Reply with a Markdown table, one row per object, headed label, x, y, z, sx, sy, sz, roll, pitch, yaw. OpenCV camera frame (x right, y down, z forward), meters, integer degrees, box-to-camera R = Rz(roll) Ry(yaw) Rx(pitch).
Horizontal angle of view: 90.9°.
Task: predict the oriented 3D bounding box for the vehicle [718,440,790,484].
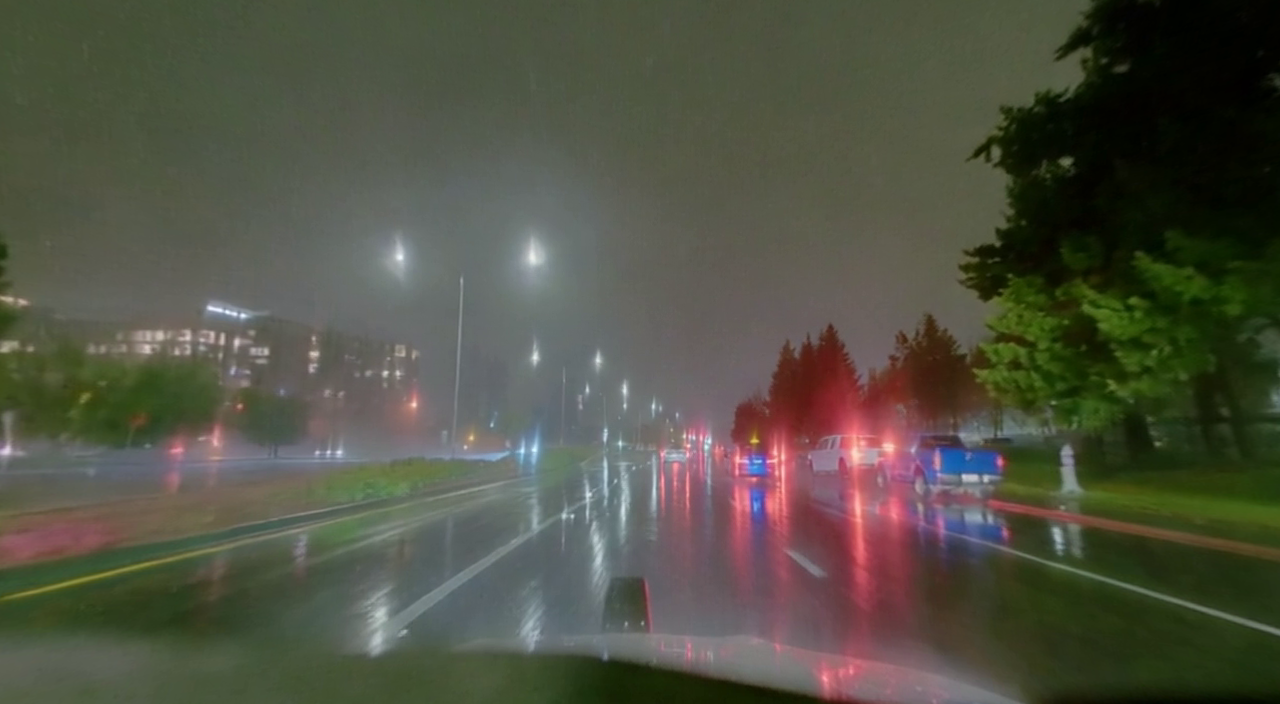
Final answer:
| label | x | y | z | sx | sy | sz | roll | pitch | yaw |
| --- | --- | --- | --- | --- | --- | --- | --- | --- | --- |
| vehicle | 4.223 | 4.144 | 24.110 | 1.981 | 1.499 | 4.536 | 0 | -8 | 1 |

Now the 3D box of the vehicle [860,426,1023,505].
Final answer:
| label | x | y | z | sx | sy | sz | roll | pitch | yaw |
| --- | --- | --- | --- | --- | --- | --- | --- | --- | --- |
| vehicle | 7.838 | 2.987 | 17.037 | 2.104 | 1.801 | 4.628 | 0 | -8 | 1 |

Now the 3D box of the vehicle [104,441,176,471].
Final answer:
| label | x | y | z | sx | sy | sz | roll | pitch | yaw |
| --- | --- | --- | --- | --- | --- | --- | --- | --- | --- |
| vehicle | -27.723 | 5.733 | 34.917 | 4.266 | 1.583 | 2.078 | -7 | -11 | 38 |
